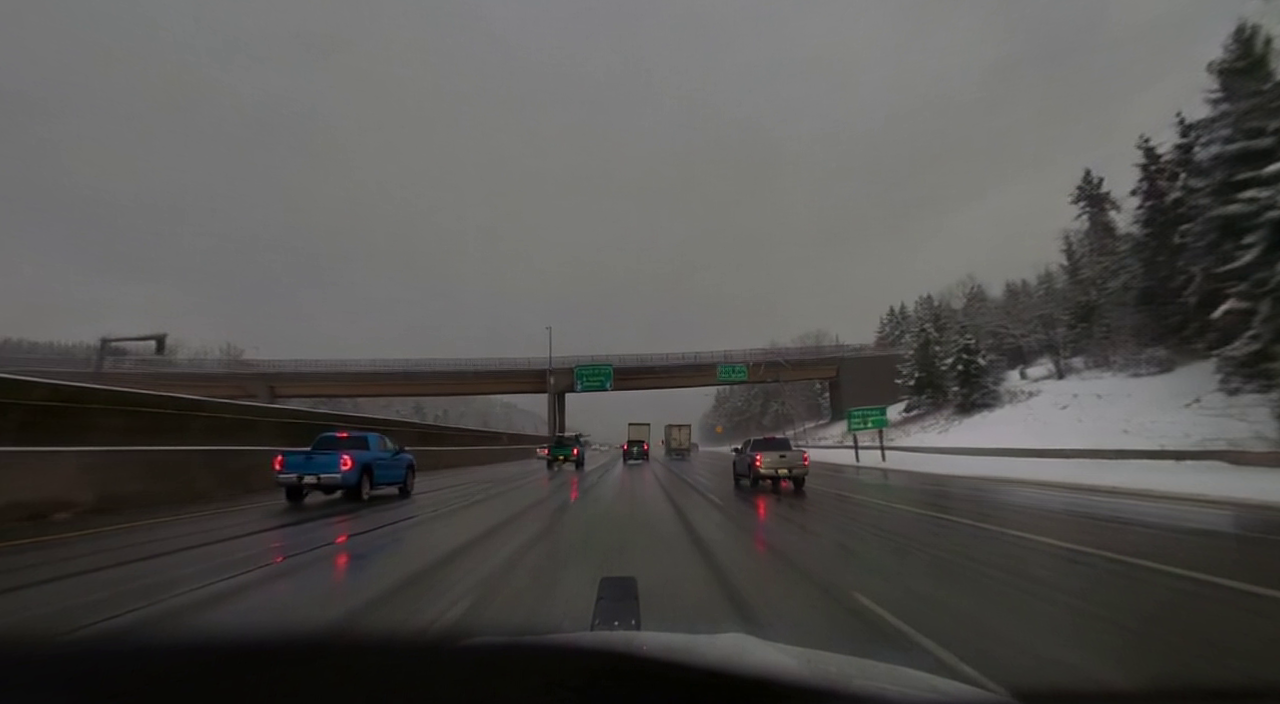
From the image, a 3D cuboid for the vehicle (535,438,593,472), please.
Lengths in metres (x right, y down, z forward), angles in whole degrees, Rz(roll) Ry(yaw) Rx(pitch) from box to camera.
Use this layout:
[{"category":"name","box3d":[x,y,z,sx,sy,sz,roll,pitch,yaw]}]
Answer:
[{"category":"vehicle","box3d":[-4.051,5.593,34.507,2.535,1.715,5.030,0,-9,0]}]

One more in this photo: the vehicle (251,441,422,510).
[{"category":"vehicle","box3d":[-7.185,2.945,15.616,1.947,1.444,4.595,0,-9,0]}]

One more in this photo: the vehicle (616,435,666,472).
[{"category":"vehicle","box3d":[0.033,5.652,35.376,2.572,1.837,5.693,0,-9,0]}]

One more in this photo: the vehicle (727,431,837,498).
[{"category":"vehicle","box3d":[3.897,3.162,18.099,2.119,1.653,4.000,0,-9,-1]}]
